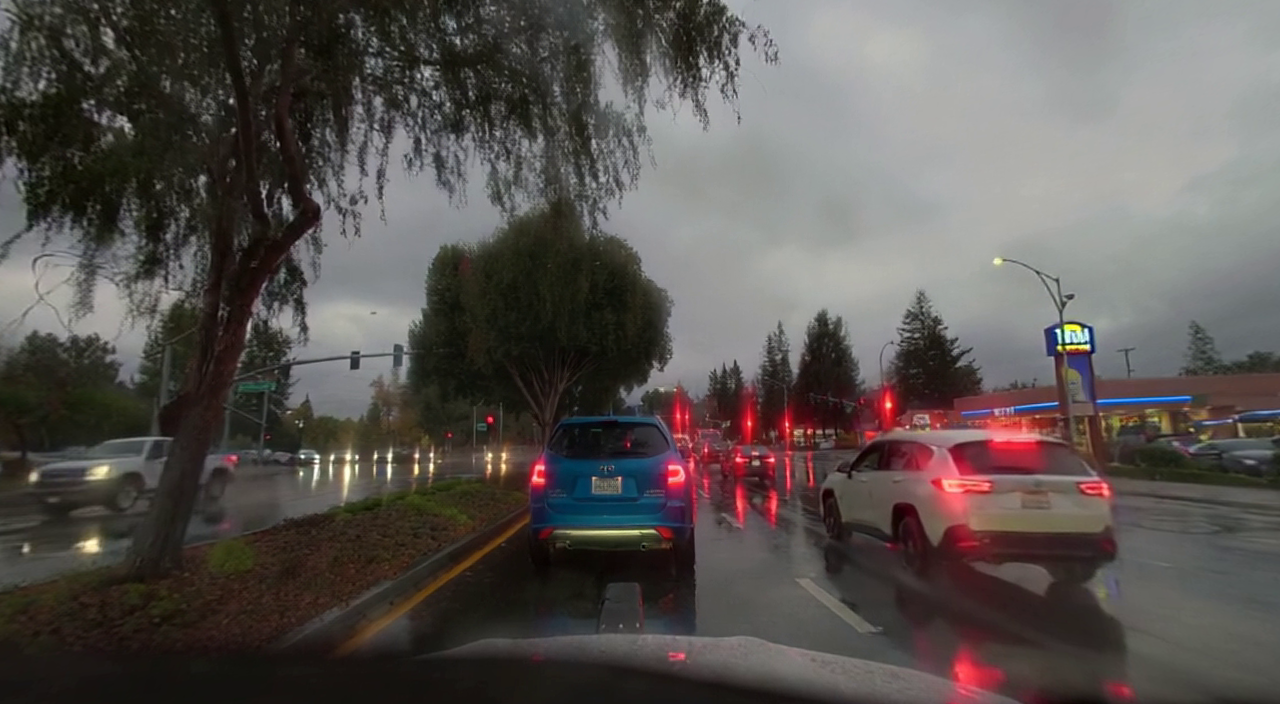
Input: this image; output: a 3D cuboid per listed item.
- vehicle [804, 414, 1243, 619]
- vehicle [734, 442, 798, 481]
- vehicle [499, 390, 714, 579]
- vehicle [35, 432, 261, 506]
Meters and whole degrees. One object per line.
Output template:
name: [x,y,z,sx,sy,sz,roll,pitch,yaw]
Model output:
vehicle: [3.570,1.618,7.303,2.098,1.555,4.778,0,-9,0]
vehicle: [5.223,4.554,26.666,1.883,1.496,4.236,0,-9,1]
vehicle: [-0.299,1.644,8.606,2.096,1.837,4.687,0,-9,1]
vehicle: [-12.765,3.049,16.958,2.108,1.683,4.861,0,-9,0]
